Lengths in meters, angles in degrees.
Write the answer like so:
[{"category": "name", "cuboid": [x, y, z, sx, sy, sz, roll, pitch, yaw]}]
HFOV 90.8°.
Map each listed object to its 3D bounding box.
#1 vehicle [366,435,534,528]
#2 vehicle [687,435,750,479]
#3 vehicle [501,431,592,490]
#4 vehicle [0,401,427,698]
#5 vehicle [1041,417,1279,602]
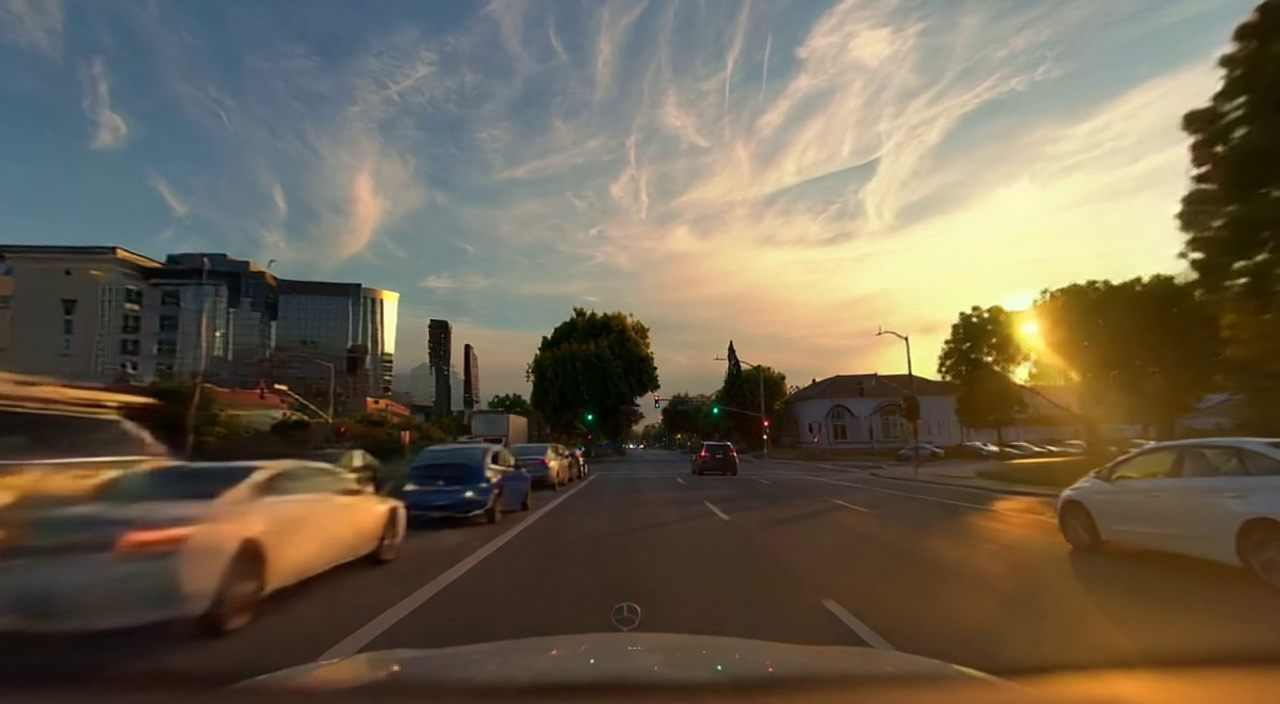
[{"category": "vehicle", "cuboid": [-3.507, 2.470, 12.706, 1.923, 1.494, 4.672, 0, -9, 0]}, {"category": "vehicle", "cuboid": [3.384, 4.633, 28.197, 2.095, 1.759, 4.862, 0, -9, -1]}, {"category": "vehicle", "cuboid": [-3.078, 3.771, 22.296, 2.313, 1.752, 6.152, 0, -9, -1]}, {"category": "vehicle", "cuboid": [-3.600, 1.392, 5.622, 1.948, 1.595, 4.256, 0, -9, -1]}, {"category": "vehicle", "cuboid": [6.642, 1.541, 6.603, 2.000, 1.618, 4.238, 0, -9, -1]}]
